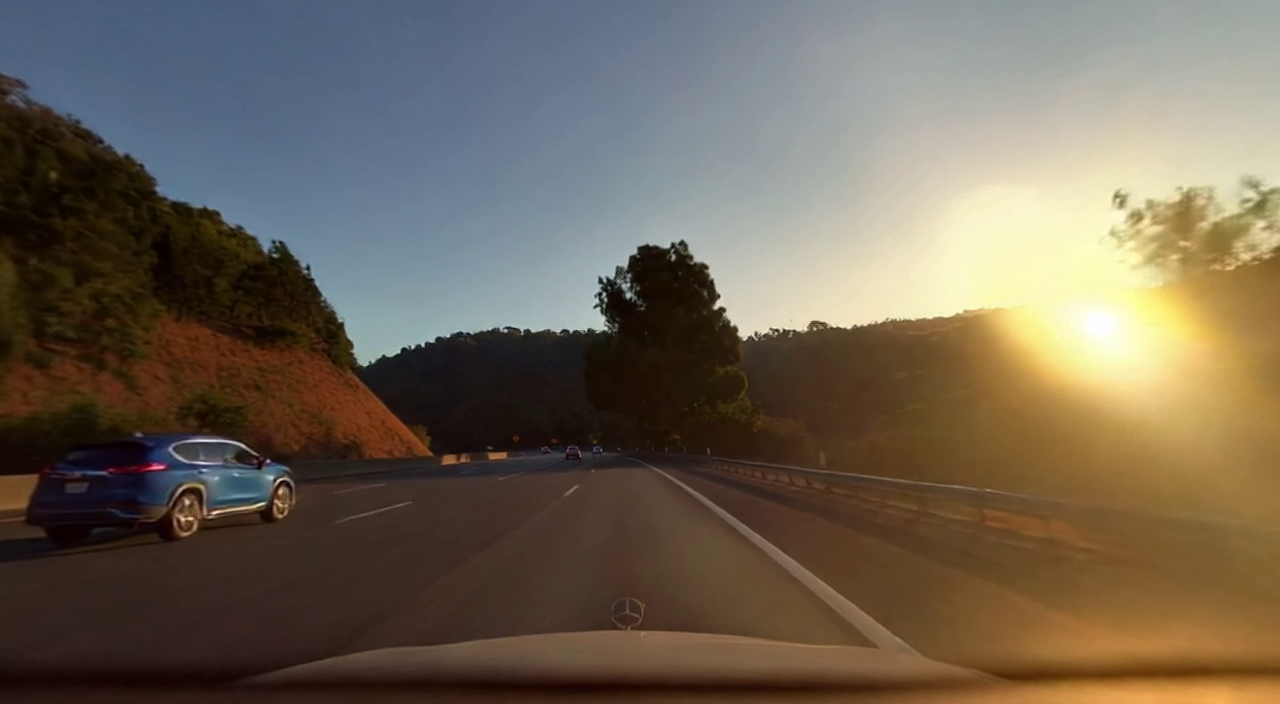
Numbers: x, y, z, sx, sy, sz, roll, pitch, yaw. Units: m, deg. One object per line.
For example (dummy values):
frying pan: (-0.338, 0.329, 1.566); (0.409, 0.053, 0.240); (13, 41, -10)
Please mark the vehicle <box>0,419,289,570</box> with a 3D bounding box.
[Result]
vehicle: (-7.682, 1.996, 9.611); (2.046, 1.712, 4.533); (-1, -9, 0)
